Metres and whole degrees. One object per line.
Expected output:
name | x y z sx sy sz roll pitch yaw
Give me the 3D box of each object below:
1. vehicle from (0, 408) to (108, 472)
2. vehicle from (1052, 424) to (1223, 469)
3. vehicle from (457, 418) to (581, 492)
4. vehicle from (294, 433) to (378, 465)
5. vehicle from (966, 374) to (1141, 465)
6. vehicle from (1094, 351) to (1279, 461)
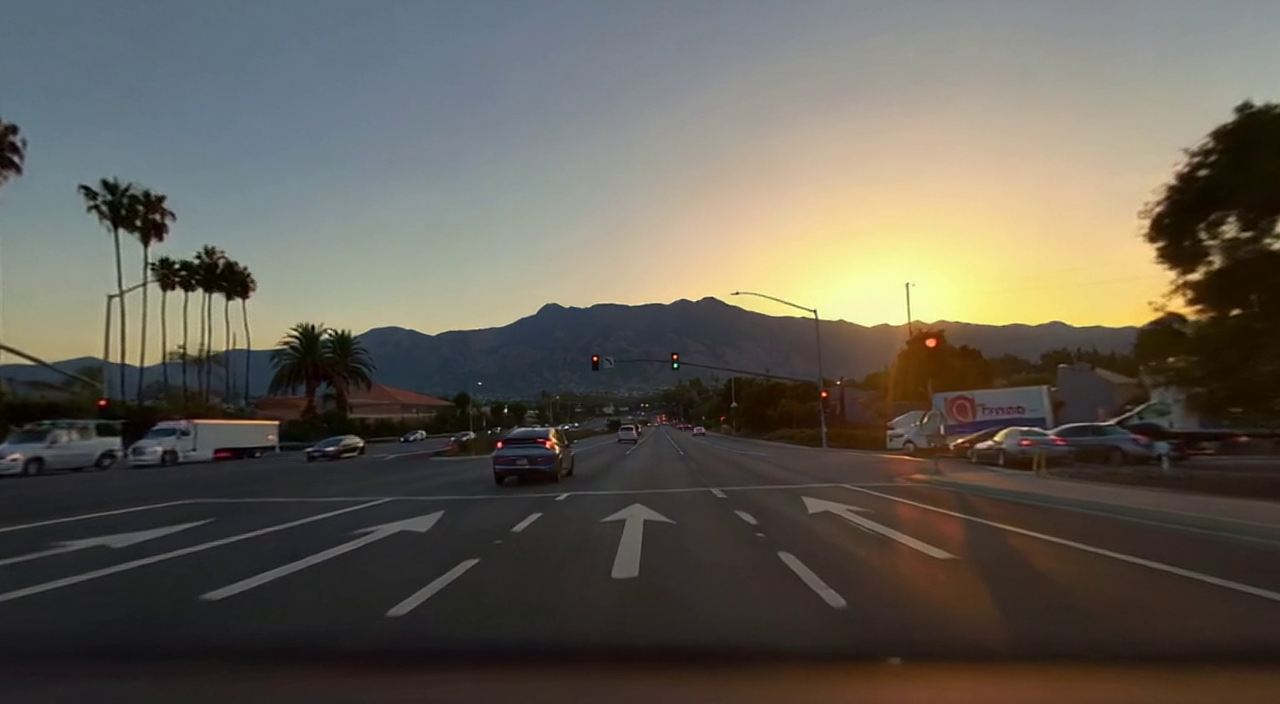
vehicle | -40.087 5.810 41.606 3.023 3.885 6.458 -2 -8 16
vehicle | 19.208 3.680 24.414 4.769 1.638 2.091 0 -9 2
vehicle | -3.061 2.755 17.063 2.287 1.712 4.537 0 -9 2
vehicle | -15.715 5.051 32.772 1.942 1.542 4.576 0 -9 2
vehicle | 18.454 3.114 28.383 5.512 3.865 3.002 0 -9 2
vehicle | 30.089 2.463 27.610 16.628 4.605 3.321 0 -8 7
